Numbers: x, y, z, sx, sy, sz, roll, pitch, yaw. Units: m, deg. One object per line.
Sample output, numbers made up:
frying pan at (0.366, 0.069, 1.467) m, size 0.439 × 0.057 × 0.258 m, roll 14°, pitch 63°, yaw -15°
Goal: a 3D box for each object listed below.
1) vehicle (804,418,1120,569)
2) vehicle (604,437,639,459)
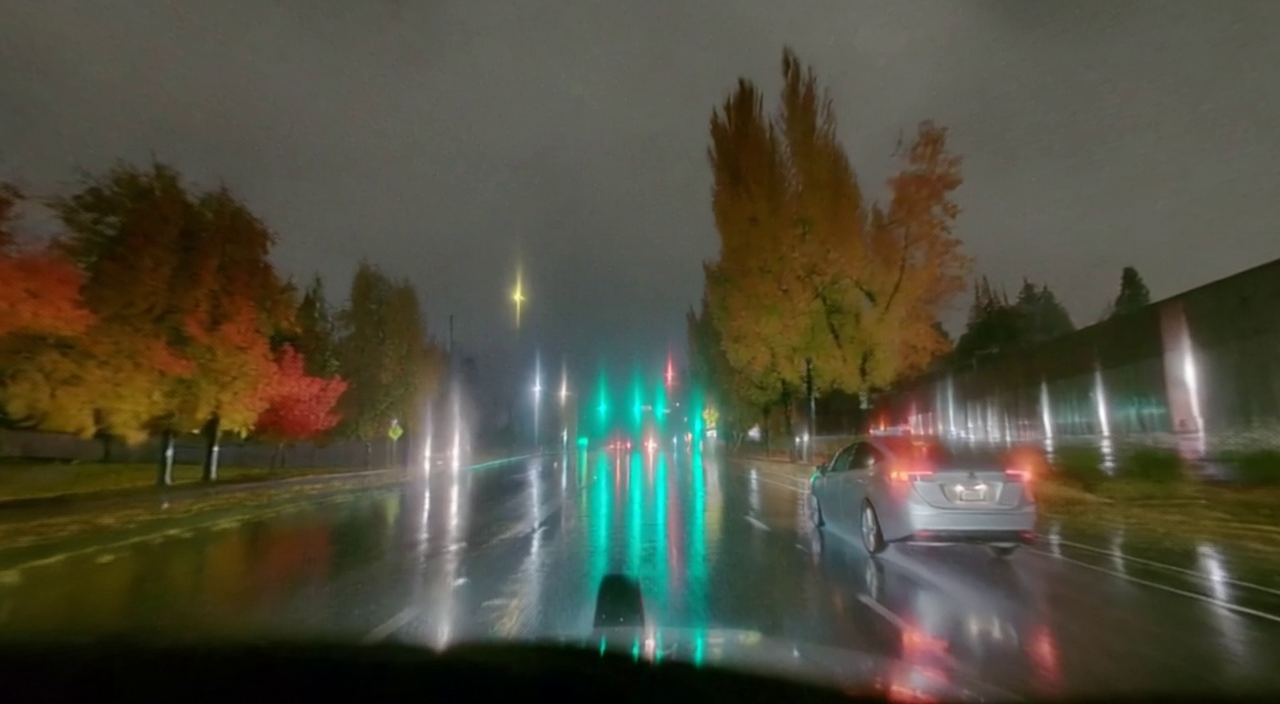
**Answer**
vehicle at (3.900, 1.802, 8.761) m, size 2.063 × 1.542 × 4.420 m, roll 0°, pitch -9°, yaw 0°
vehicle at (-1.350, 6.748, 44.151) m, size 2.055 × 1.484 × 4.143 m, roll 1°, pitch -9°, yaw -7°
